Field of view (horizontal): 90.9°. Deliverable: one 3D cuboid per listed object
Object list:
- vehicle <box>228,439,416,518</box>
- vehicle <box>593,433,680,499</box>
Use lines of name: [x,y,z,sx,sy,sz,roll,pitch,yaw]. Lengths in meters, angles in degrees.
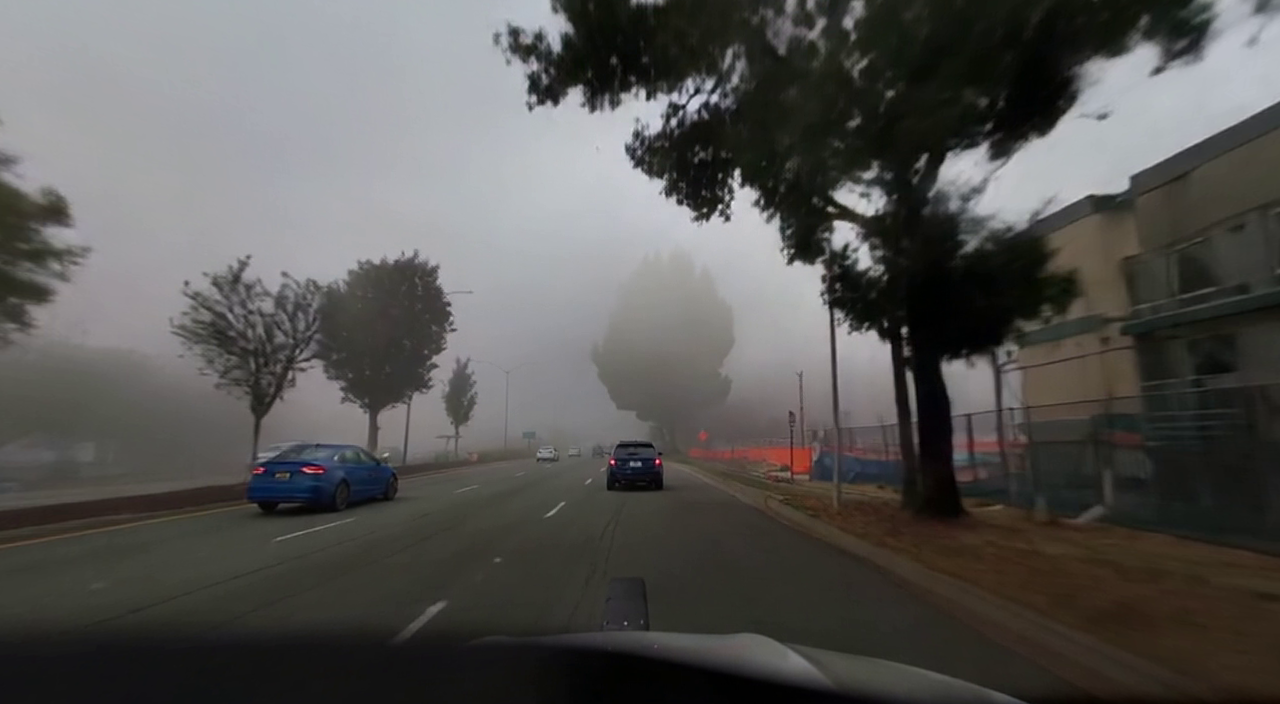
vehicle: [-6.788,2.717,14.114,1.877,1.479,4.430,0,-9,0]
vehicle: [-0.154,3.233,18.278,2.227,1.654,4.091,0,-9,-2]
